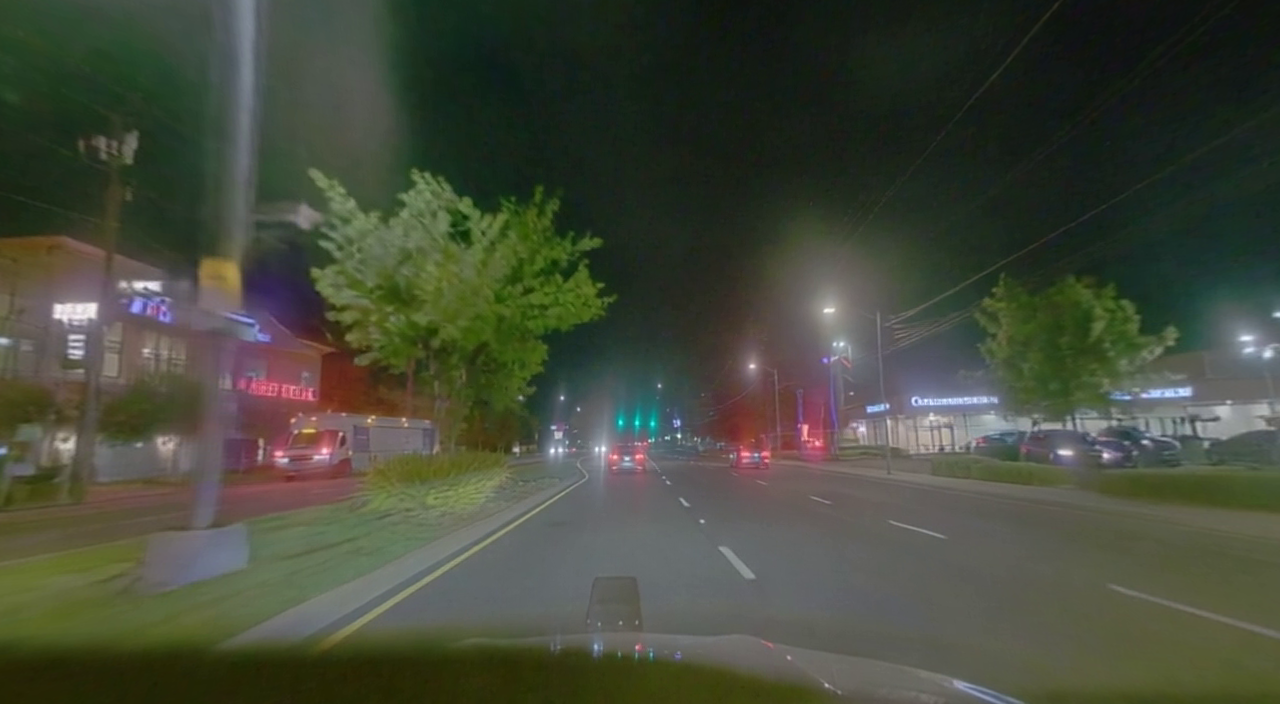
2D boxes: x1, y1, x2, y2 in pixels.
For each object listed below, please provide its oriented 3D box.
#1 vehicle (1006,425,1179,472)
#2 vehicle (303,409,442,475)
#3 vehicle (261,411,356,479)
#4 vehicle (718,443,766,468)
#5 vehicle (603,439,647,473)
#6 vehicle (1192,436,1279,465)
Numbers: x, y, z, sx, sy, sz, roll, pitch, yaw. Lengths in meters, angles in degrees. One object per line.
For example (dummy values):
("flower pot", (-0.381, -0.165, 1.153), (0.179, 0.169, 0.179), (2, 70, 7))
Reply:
("vehicle", (20.157, 4.321, 28.376), (5.909, 1.970, 2.365), (0, -8, 0))
("vehicle", (-19.490, 6.895, 48.239), (3.133, 4.167, 16.699), (0, -8, 1))
("vehicle", (-19.622, 5.548, 37.733), (2.986, 3.786, 4.453), (0, -8, 1))
("vehicle", (6.463, 6.600, 40.536), (2.075, 1.475, 4.571), (0, -8, -3))
("vehicle", (-0.827, 5.160, 31.607), (2.072, 1.545, 4.578), (0, -8, -3))
("vehicle", (32.879, 5.300, 34.239), (1.804, 1.461, 4.611), (0, -8, 1))
